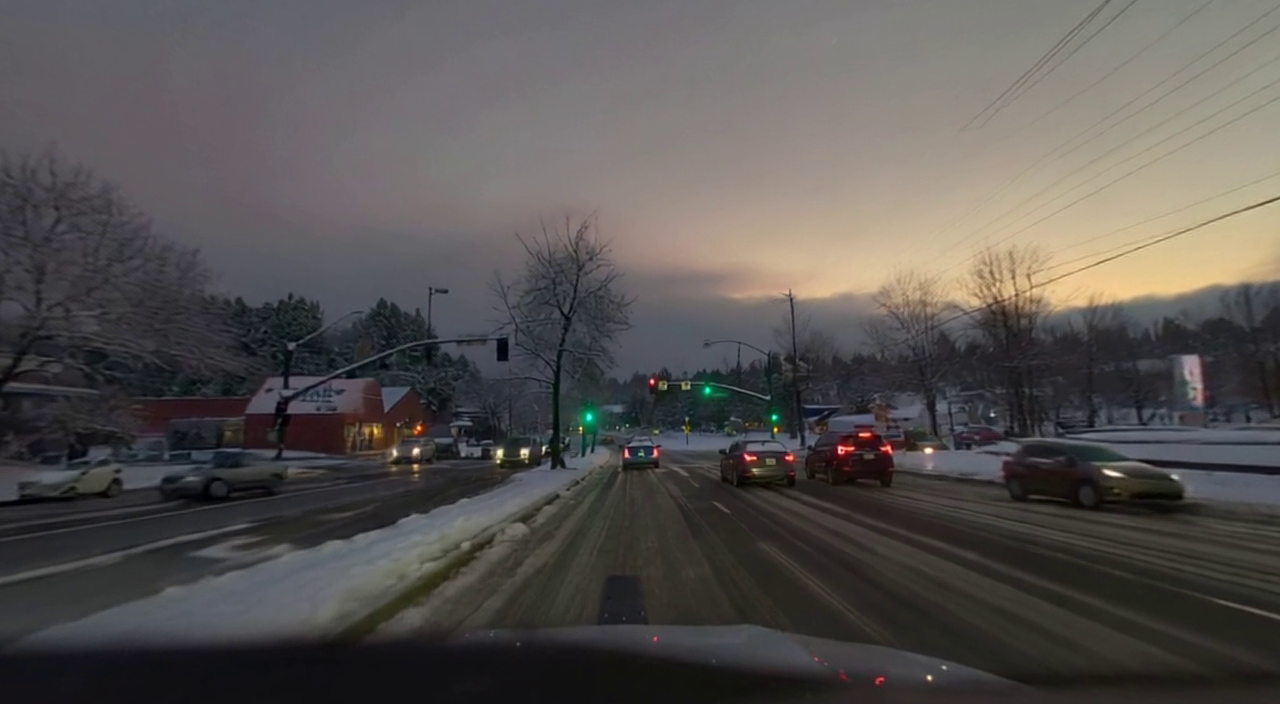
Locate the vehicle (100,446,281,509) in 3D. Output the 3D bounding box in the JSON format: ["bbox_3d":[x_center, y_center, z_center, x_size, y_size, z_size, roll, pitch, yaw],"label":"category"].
[{"bbox_3d":[-12.215,3.387,17.536,2.087,1.499,3.939,0,-8,0],"label":"vehicle"}]

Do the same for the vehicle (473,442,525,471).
[{"bbox_3d":[-7.843,5.831,35.449,2.102,1.496,4.465,0,-8,-3],"label":"vehicle"}]

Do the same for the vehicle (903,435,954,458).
[{"bbox_3d":[19.924,6.542,43.716,1.807,1.491,3.858,-1,-8,2],"label":"vehicle"}]

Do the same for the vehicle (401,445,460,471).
[{"bbox_3d":[-12.613,6.387,38.280,1.887,1.453,4.696,0,-8,1],"label":"vehicle"}]

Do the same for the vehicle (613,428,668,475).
[{"bbox_3d":[0.038,4.321,27.606,2.210,1.861,4.280,0,-8,1],"label":"vehicle"}]

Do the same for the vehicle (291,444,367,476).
[{"bbox_3d":[-18.813,6.549,38.431,2.111,1.799,4.898,0,-9,1],"label":"vehicle"}]

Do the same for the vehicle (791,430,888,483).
[{"bbox_3d":[7.081,3.743,22.930,2.040,1.738,4.414,0,-8,-1],"label":"vehicle"}]

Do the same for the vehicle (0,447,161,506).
[{"bbox_3d":[-18.936,4.088,21.223,1.904,1.685,4.774,0,-8,0],"label":"vehicle"}]

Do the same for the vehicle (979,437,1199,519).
[{"bbox_3d":[10.263,2.838,14.981,1.845,1.454,4.620,0,-6,0],"label":"vehicle"}]

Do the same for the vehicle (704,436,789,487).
[{"bbox_3d":[3.375,3.580,20.968,1.963,1.484,4.609,0,-8,-1],"label":"vehicle"}]
